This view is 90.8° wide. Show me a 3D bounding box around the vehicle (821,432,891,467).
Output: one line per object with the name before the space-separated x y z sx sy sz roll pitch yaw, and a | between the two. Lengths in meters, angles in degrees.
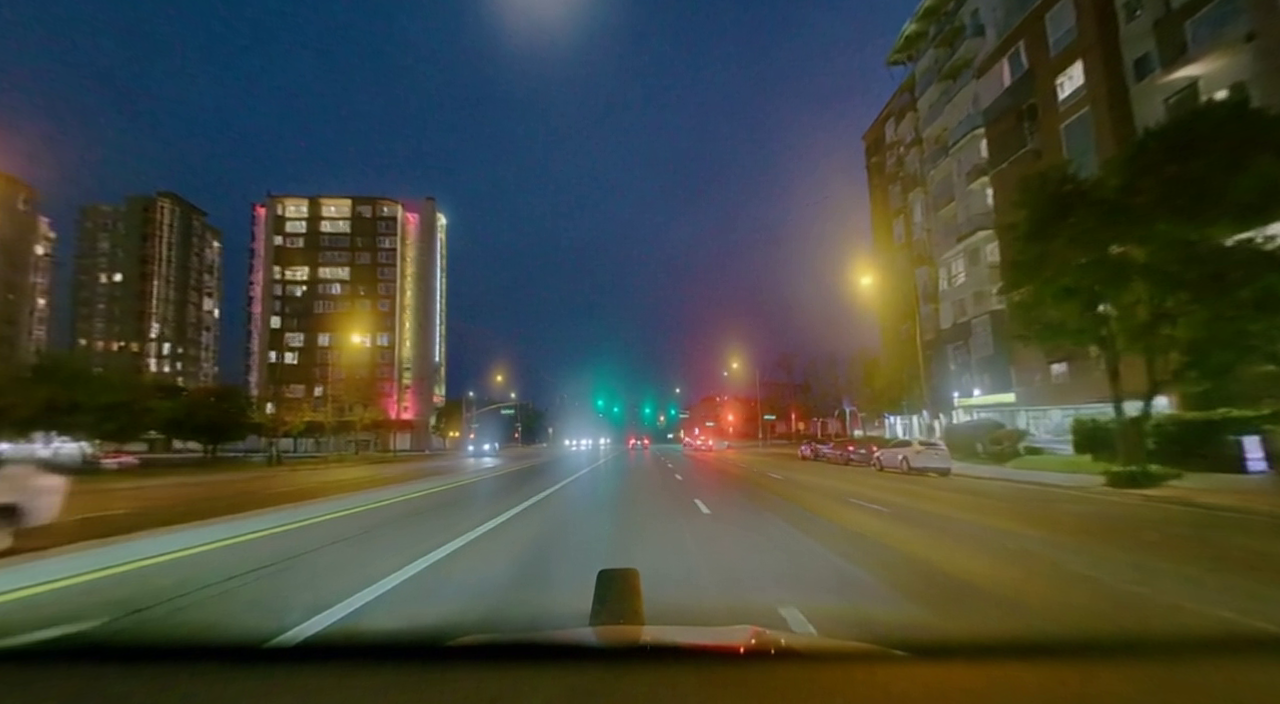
vehicle | 10.601 4.810 31.276 1.905 1.597 4.040 0 -8 -2

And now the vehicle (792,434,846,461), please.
vehicle | 10.428 5.605 37.051 1.948 1.489 4.276 0 -8 1

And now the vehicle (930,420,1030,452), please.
vehicle | 21.213 5.252 39.564 5.047 1.904 2.012 0 -8 1

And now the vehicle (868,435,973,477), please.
vehicle | 10.362 3.873 23.758 1.861 1.446 4.413 0 -8 -1
